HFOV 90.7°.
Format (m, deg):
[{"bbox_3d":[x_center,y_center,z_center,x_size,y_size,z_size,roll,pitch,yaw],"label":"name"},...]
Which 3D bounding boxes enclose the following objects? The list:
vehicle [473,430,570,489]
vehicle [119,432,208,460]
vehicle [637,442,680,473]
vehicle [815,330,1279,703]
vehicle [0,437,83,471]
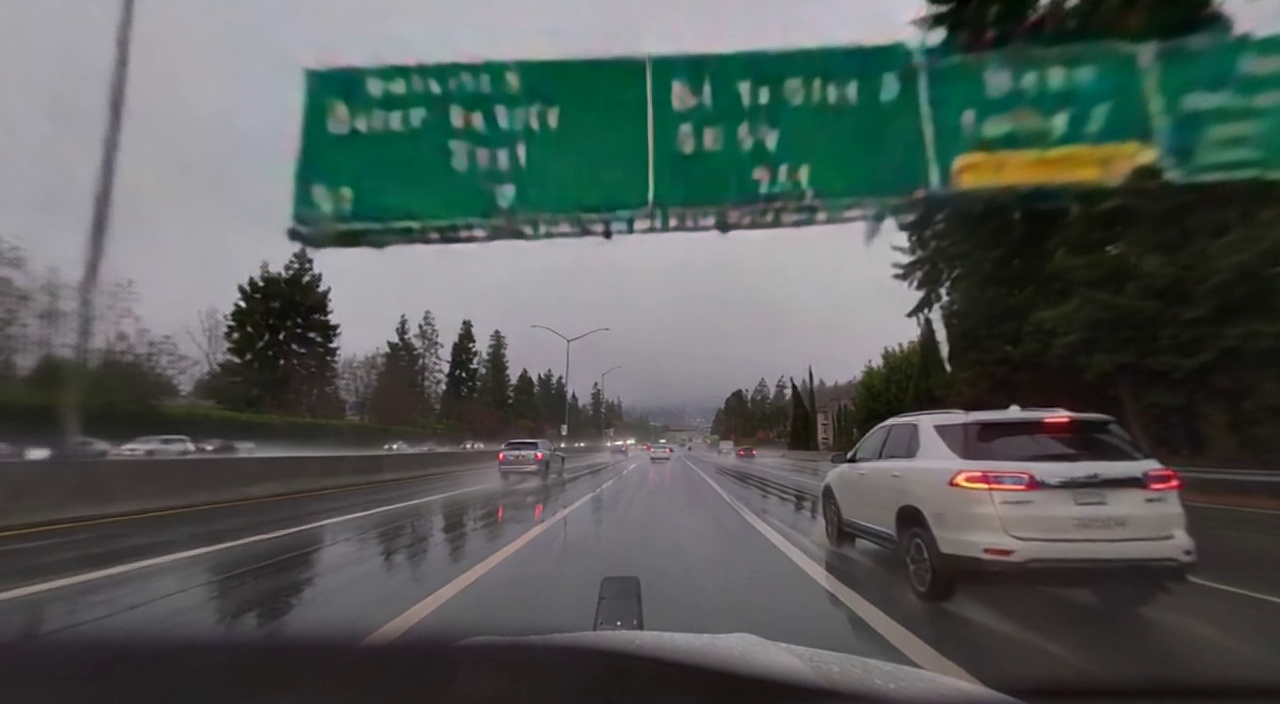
[{"bbox_3d":[-3.705,3.476,20.669,2.260,1.706,4.177,0,-9,2],"label":"vehicle"},{"bbox_3d":[-29.207,5.801,39.001,1.944,1.634,4.512,0,-9,-1],"label":"vehicle"},{"bbox_3d":[0.973,5.518,33.328,2.146,1.485,4.332,0,-8,2],"label":"vehicle"},{"bbox_3d":[3.461,1.194,5.310,2.463,1.851,5.122,0,-8,0],"label":"vehicle"},{"bbox_3d":[-26.612,4.413,27.543,1.534,1.386,3.430,0,-8,-1],"label":"vehicle"}]
